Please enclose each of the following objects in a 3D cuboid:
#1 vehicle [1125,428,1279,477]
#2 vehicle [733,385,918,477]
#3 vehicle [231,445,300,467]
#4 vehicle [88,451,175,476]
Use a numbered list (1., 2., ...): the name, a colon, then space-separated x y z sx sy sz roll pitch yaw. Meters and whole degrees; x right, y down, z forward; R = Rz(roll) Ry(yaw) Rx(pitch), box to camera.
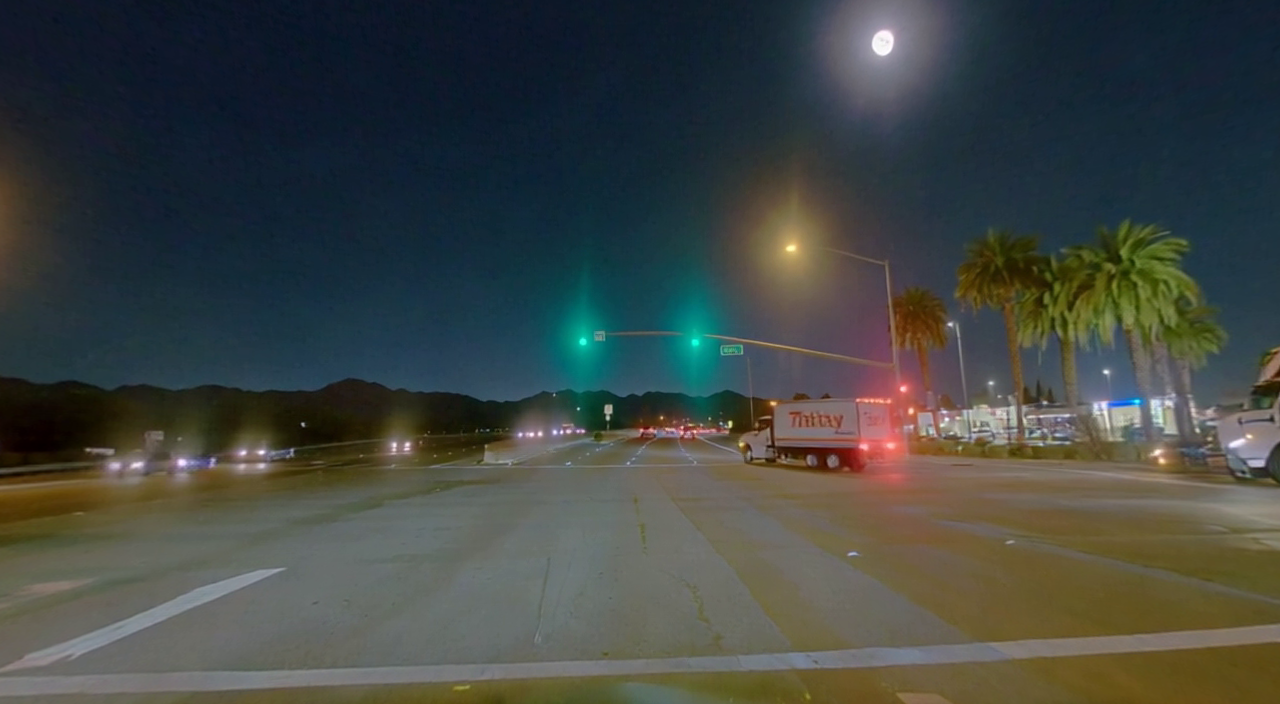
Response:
1. vehicle: 19.103 3.289 20.598 4.508 1.493 1.907 -2 -9 14
2. vehicle: 7.746 3.505 27.281 3.237 3.414 7.088 6 -10 -35
3. vehicle: -26.194 7.254 44.093 1.868 1.469 4.746 0 -9 1
4. vehicle: -35.473 7.747 43.934 1.902 1.558 4.384 -2 -9 13
